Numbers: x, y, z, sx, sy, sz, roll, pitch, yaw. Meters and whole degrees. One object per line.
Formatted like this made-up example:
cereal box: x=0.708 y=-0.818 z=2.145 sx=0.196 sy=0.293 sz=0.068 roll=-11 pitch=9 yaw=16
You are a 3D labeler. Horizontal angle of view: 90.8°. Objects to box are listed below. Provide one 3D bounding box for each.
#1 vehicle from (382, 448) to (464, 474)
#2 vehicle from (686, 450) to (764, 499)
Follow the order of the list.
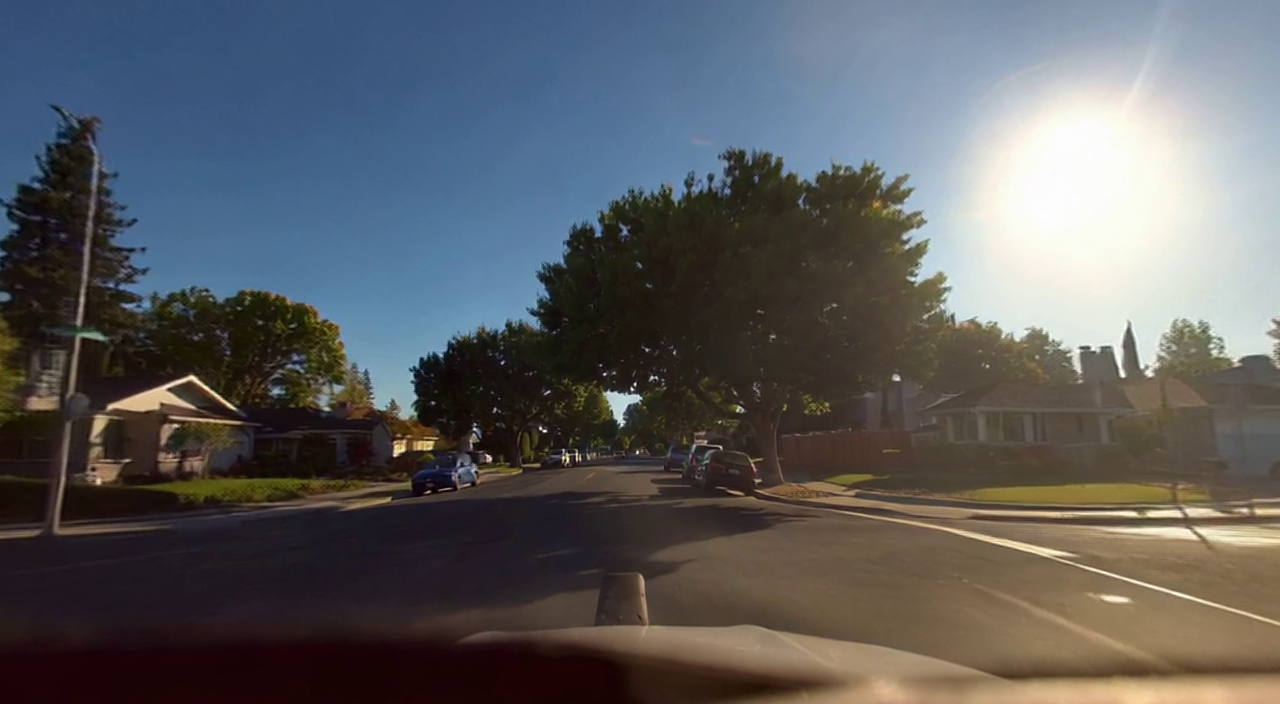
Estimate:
vehicle: x=-13.454 y=6.763 z=39.376 sx=4.423 sy=1.522 sz=1.961 roll=0 pitch=-9 yaw=-2
vehicle: x=2.790 y=4.134 z=21.703 sx=1.881 sy=1.487 sz=4.183 roll=1 pitch=-9 yaw=-3
